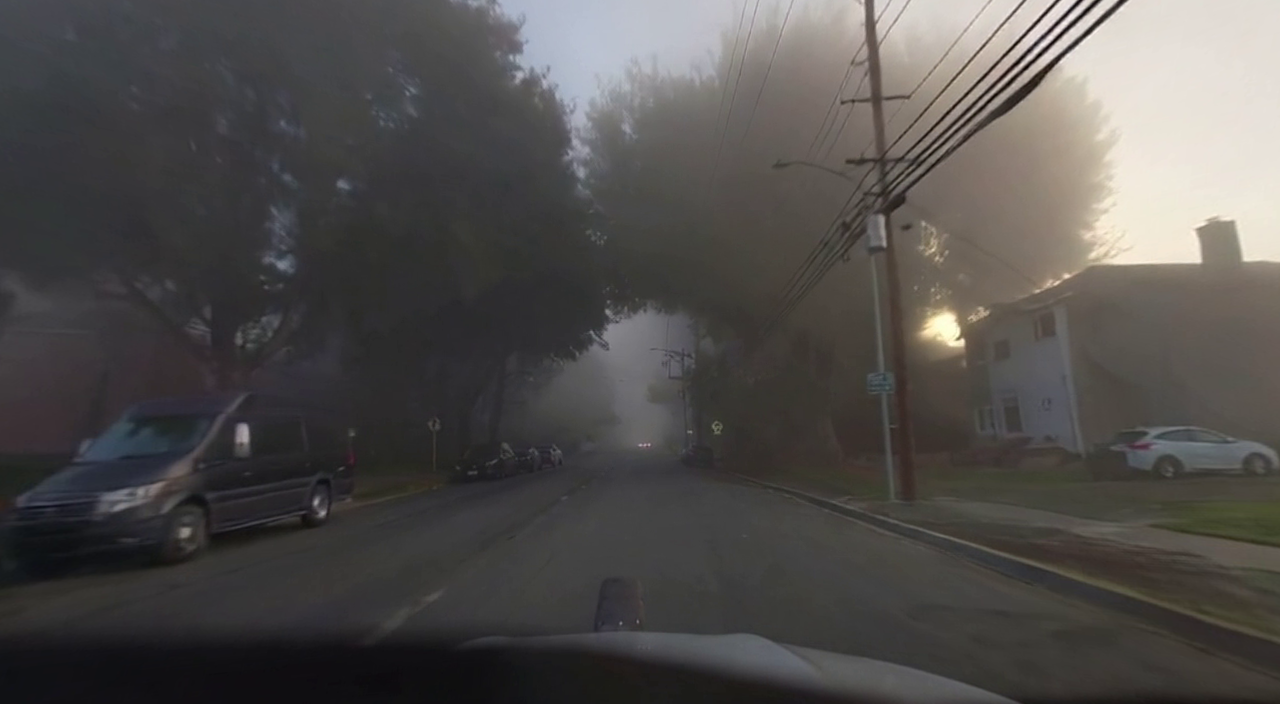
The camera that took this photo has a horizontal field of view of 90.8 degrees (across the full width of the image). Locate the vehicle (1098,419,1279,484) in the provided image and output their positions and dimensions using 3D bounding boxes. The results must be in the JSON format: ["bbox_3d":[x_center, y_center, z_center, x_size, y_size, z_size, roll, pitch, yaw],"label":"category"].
[{"bbox_3d":[16.078,2.860,18.133,4.275,1.645,1.874,-2,-10,1],"label":"vehicle"}]

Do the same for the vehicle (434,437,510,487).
[{"bbox_3d":[-6.757,4.455,25.906,1.963,1.820,4.297,0,-8,-1],"label":"vehicle"}]

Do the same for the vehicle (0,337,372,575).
[{"bbox_3d":[-6.774,1.640,10.162,2.439,2.724,5.647,-1,-10,-1],"label":"vehicle"}]

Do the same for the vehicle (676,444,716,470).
[{"bbox_3d":[3.337,6.321,38.182,1.869,1.453,4.237,0,-8,-2],"label":"vehicle"}]
